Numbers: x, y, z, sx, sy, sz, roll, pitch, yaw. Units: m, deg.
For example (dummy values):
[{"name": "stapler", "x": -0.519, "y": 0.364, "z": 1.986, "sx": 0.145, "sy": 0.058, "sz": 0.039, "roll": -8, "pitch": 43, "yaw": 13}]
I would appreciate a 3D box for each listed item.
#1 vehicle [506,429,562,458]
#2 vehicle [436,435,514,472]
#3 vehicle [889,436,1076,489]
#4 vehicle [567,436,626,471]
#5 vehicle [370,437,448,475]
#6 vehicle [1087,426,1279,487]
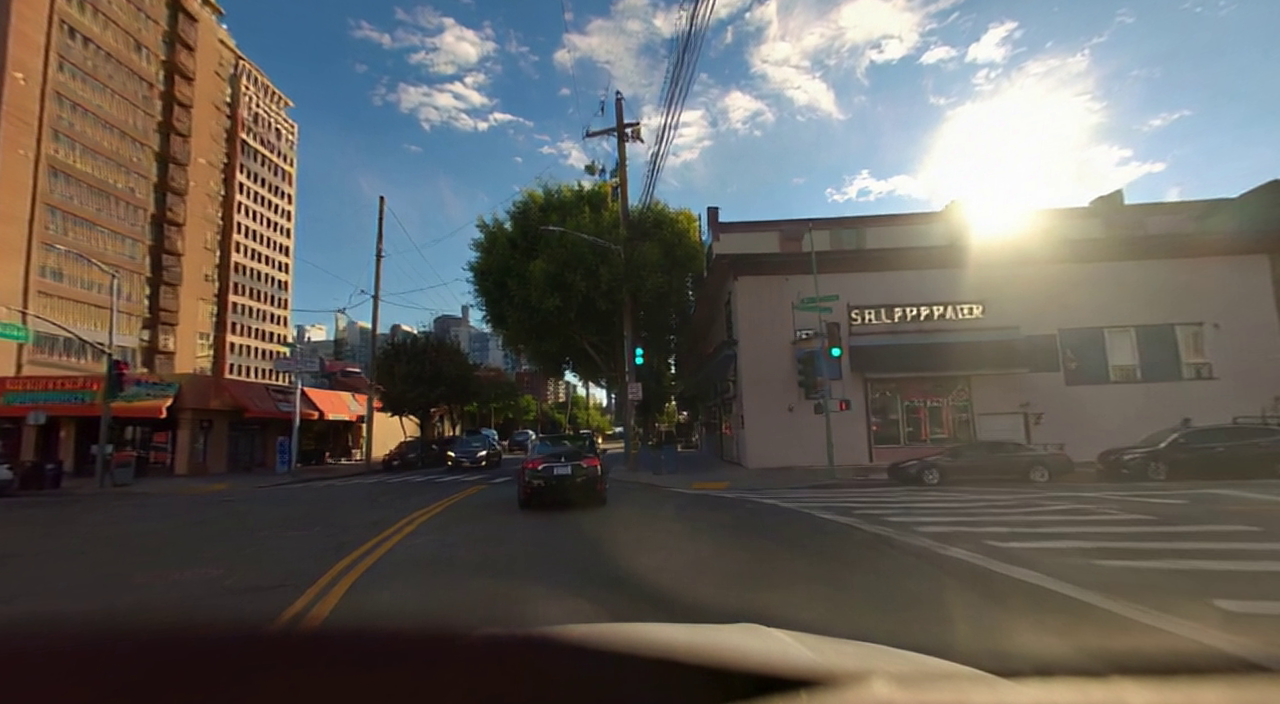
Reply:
[{"name": "vehicle", "x": -6.600, "y": 5.766, "z": 39.855, "sx": 2.181, "sy": 1.723, "sz": 4.692, "roll": -1, "pitch": -8, "yaw": 7}, {"name": "vehicle", "x": -7.183, "y": 4.476, "z": 28.020, "sx": 2.119, "sy": 1.485, "sz": 4.472, "roll": -1, "pitch": -8, "yaw": 2}, {"name": "vehicle", "x": 9.982, "y": 3.264, "z": 18.732, "sx": 4.426, "sy": 1.446, "sz": 1.795, "roll": -1, "pitch": -8, "yaw": 6}, {"name": "vehicle", "x": -1.933, "y": 4.693, "z": 29.439, "sx": 1.892, "sy": 1.481, "sz": 4.365, "roll": -1, "pitch": -8, "yaw": 8}, {"name": "vehicle", "x": -11.665, "y": 5.224, "z": 32.179, "sx": 1.933, "sy": 1.461, "sz": 4.393, "roll": -5, "pitch": -6, "yaw": 5}, {"name": "vehicle", "x": 16.310, "y": 2.961, "z": 17.959, "sx": 5.420, "sy": 1.609, "sz": 2.063, "roll": -1, "pitch": -8, "yaw": 6}]
